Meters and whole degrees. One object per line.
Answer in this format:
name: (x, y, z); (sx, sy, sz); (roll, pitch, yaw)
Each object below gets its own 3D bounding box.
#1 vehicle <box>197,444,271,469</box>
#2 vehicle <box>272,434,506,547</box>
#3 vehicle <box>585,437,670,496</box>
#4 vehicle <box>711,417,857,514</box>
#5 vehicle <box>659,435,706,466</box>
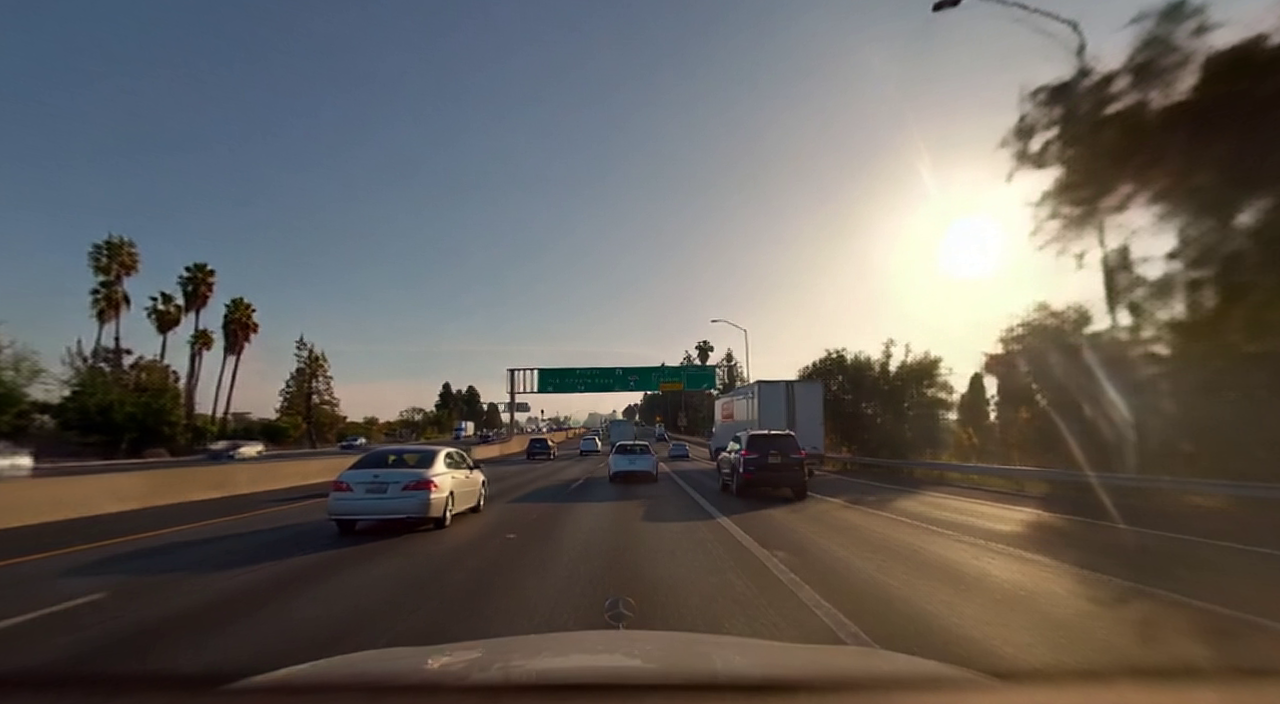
vehicle: (-26.379, 6.762, 41.073); (1.883, 1.473, 4.766); (0, -8, -3)
vehicle: (-3.681, 2.095, 10.297); (1.998, 1.423, 4.436); (0, -8, 0)
vehicle: (-0.339, 3.197, 17.959); (2.136, 1.470, 3.971); (0, -8, -1)
vehicle: (3.073, 2.550, 14.588); (2.173, 1.870, 4.499); (0, -8, -2)
vehicle: (2.625, 6.295, 40.432); (2.476, 1.843, 5.652); (0, -8, -2)
